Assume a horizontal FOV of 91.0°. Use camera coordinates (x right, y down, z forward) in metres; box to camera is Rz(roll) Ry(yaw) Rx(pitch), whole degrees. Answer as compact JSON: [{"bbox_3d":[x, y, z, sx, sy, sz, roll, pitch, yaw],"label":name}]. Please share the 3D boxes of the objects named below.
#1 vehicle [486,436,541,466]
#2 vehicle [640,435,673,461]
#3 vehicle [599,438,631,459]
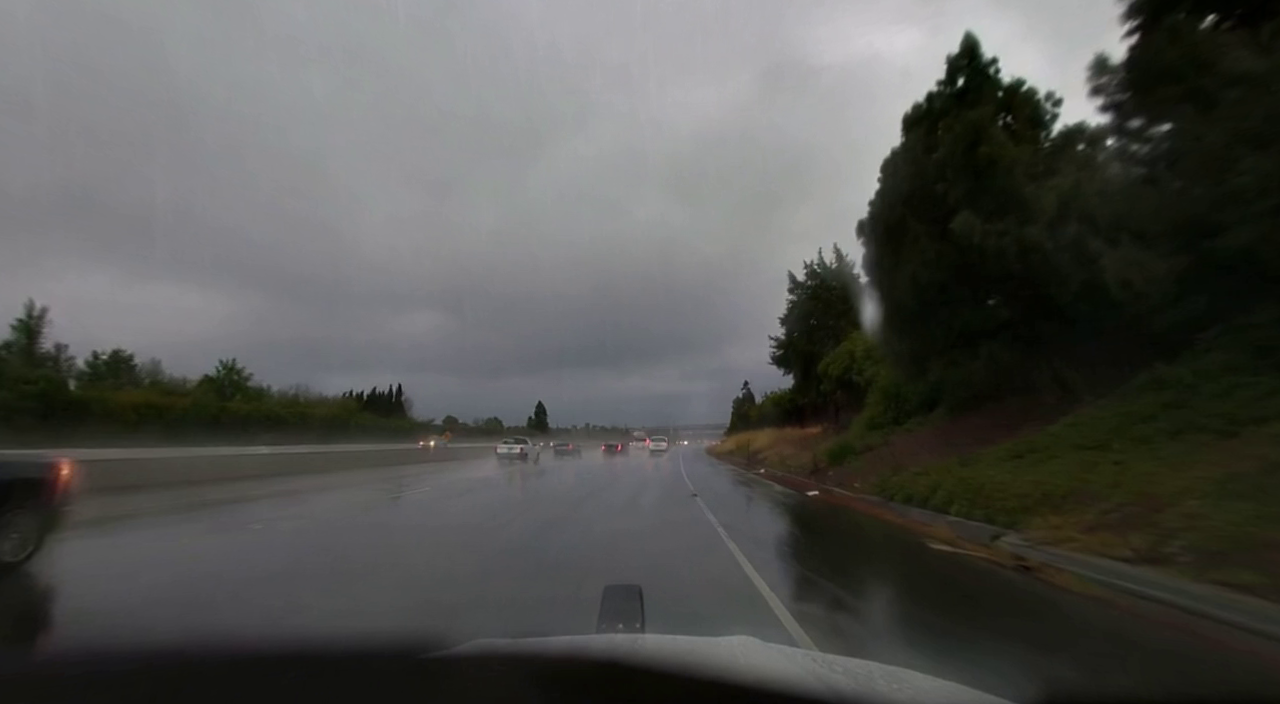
[{"bbox_3d":[-7.001,5.543,35.325,1.986,1.534,4.255,0,-9,4],"label":"vehicle"},{"bbox_3d":[1.210,6.697,44.020,2.141,1.706,4.065,0,-9,4],"label":"vehicle"},{"bbox_3d":[-1.919,7.575,49.409,2.002,1.531,4.469,0,-9,5],"label":"vehicle"}]
